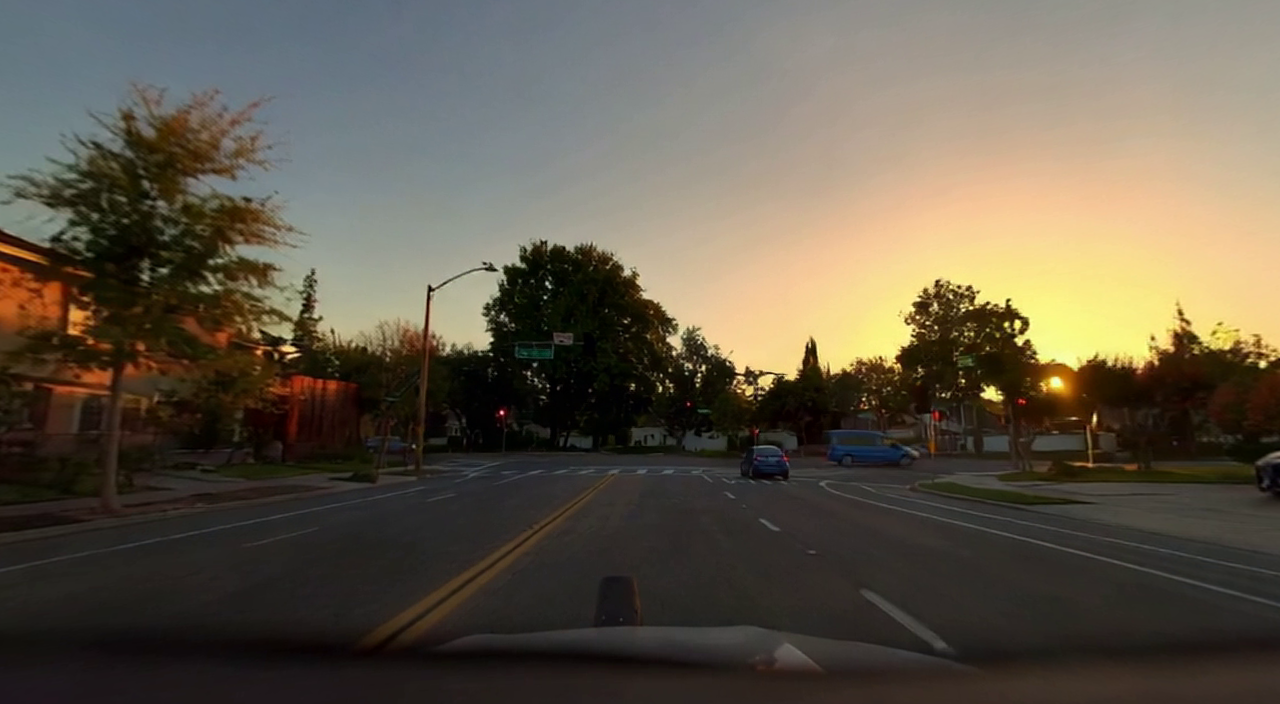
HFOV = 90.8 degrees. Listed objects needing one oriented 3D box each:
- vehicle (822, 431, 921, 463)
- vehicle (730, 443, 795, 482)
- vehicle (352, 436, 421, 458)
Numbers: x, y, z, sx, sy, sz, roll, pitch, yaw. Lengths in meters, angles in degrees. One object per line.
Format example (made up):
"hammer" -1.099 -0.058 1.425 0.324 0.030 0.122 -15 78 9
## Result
"vehicle" 15.542 6.423 42.724 5.869 2.098 2.206 -1 -9 4
"vehicle" 5.003 4.579 26.444 1.947 1.485 4.336 0 -9 1
"vehicle" -18.107 6.830 45.203 4.081 1.522 1.863 -1 -9 5
